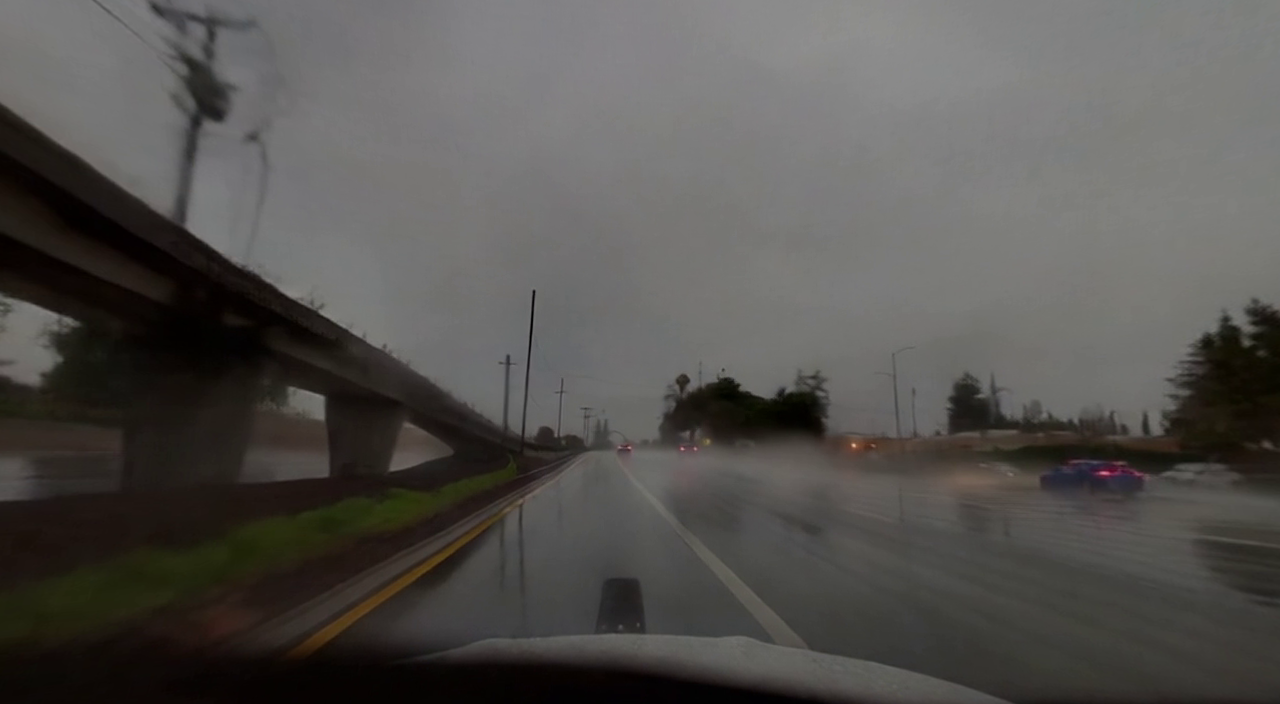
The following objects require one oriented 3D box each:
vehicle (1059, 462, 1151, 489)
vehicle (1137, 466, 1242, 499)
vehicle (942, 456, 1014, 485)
[{"bbox_3d":[27.033,7.192,36.768,4.057,1.399,1.750,0,-11,-7],"label":"vehicle"},{"bbox_3d":[29.970,7.070,34.490,4.118,1.676,1.948,1,-10,-9],"label":"vehicle"},{"bbox_3d":[21.187,7.538,39.824,1.789,1.539,4.303,0,-14,-5],"label":"vehicle"}]
